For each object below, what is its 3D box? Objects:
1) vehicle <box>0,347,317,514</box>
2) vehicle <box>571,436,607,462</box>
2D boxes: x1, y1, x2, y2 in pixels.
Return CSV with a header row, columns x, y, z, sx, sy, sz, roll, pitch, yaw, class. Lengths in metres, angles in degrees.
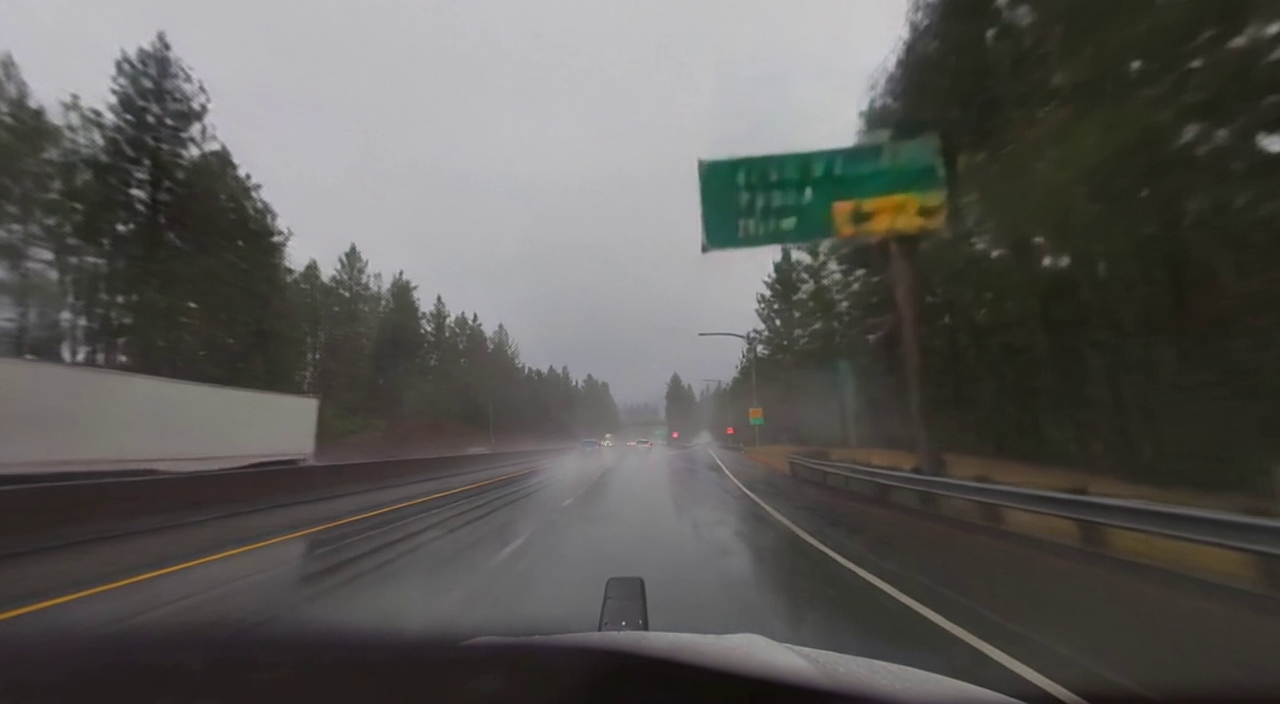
x,y,z,sx,sy,sz,roll,pitch,yaw,class
-17.276,2.990,22.631,2.877,4.076,16.156,0,-8,0,vehicle
-3.613,6.967,45.324,2.129,1.742,4.217,0,-8,1,vehicle
